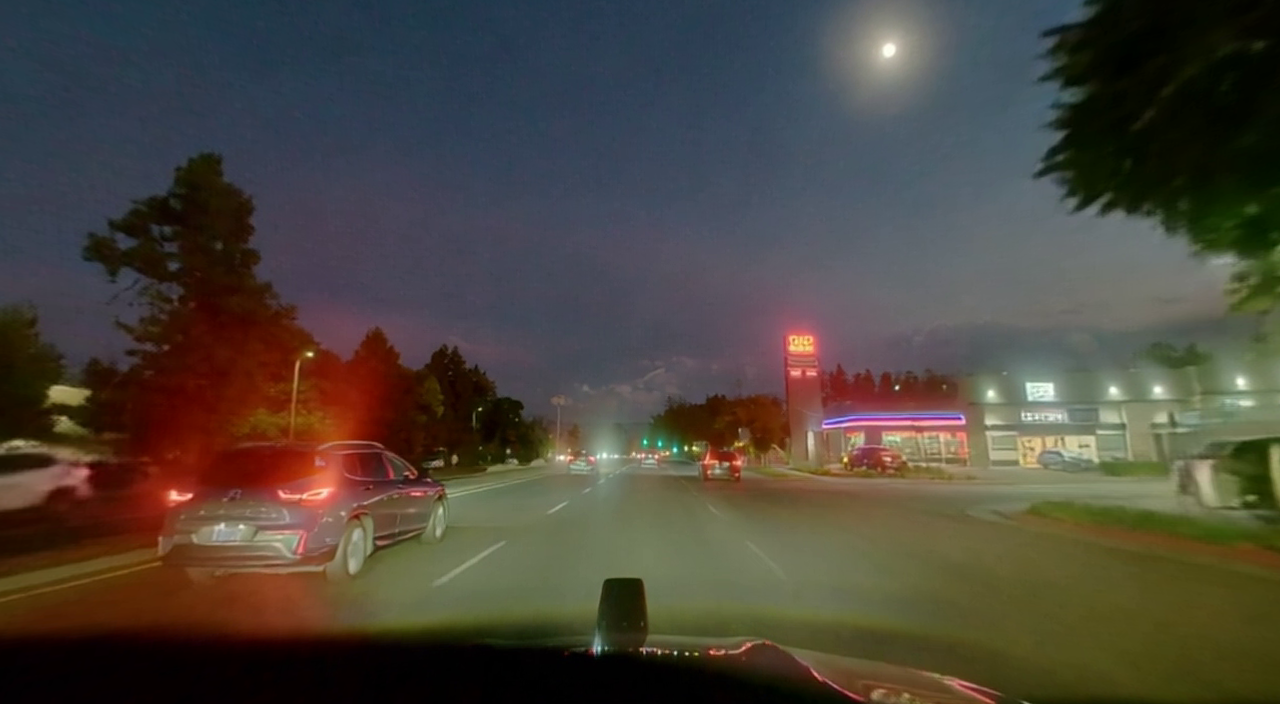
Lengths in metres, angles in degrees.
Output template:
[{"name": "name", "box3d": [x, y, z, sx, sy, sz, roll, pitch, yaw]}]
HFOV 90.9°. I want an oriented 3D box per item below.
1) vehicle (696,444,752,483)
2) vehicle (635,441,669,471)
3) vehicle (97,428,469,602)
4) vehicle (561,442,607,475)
[{"name": "vehicle", "box3d": [3.665, 4.936, 28.158, 1.922, 1.579, 3.642, 0, -9, -1]}, {"name": "vehicle", "box3d": [0.781, 6.962, 42.371, 2.193, 1.873, 4.033, 0, -9, 1]}, {"name": "vehicle", "box3d": [-3.702, 1.754, 7.704, 1.908, 1.481, 4.351, 0, -9, 1]}, {"name": "vehicle", "box3d": [-3.009, 5.876, 34.868, 2.026, 1.665, 4.193, 0, -9, 2]}]
